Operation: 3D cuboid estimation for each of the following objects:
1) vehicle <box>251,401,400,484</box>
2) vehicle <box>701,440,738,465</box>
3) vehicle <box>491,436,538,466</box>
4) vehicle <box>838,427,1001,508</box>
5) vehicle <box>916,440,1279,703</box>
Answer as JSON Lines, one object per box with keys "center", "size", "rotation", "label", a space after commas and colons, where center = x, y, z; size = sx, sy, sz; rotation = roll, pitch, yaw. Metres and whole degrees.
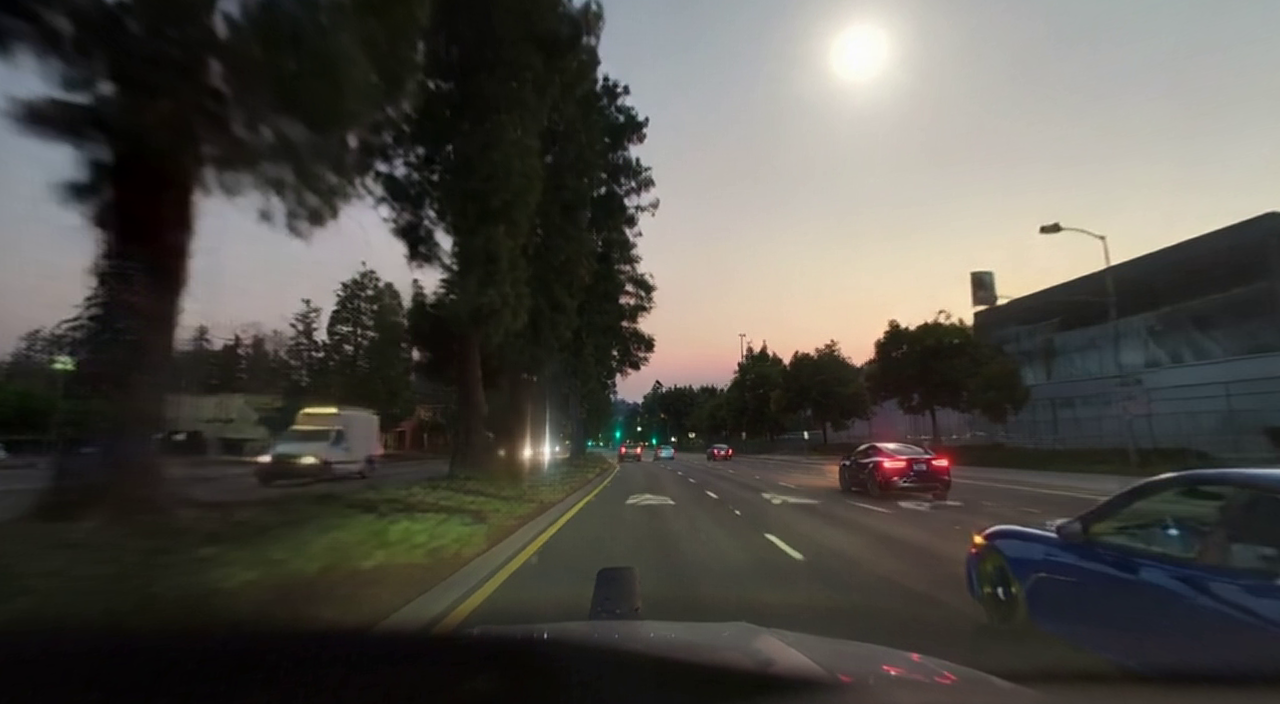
{"center": [-11.081, 3.307, 23.020], "size": [2.300, 2.636, 5.986], "rotation": [0, -9, 0], "label": "vehicle"}
{"center": [5.711, 7.283, 45.813], "size": [1.931, 1.685, 4.054], "rotation": [1, -9, -4], "label": "vehicle"}
{"center": [-7.815, 6.201, 39.695], "size": [2.106, 1.768, 4.552], "rotation": [0, -9, -1], "label": "vehicle"}
{"center": [6.772, 2.845, 15.958], "size": [1.987, 1.730, 4.373], "rotation": [0, -9, -1], "label": "vehicle"}
{"center": [3.426, 1.150, 3.288], "size": [1.990, 1.347, 4.388], "rotation": [0, -9, 0], "label": "vehicle"}
